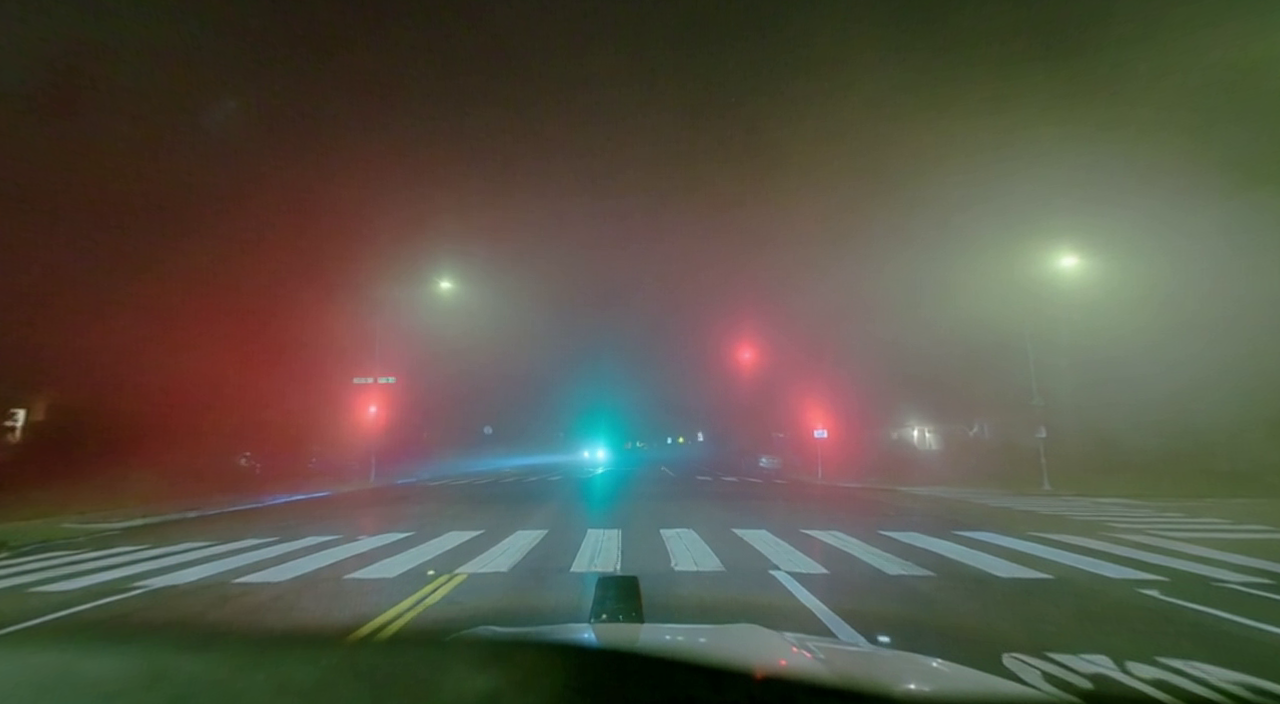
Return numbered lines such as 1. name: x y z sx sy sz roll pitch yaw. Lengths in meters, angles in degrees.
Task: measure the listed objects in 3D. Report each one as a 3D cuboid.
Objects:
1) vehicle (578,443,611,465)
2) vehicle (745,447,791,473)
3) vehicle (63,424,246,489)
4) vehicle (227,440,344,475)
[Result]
1. vehicle: -3.164 7.139 44.247 2.014 1.499 3.999 0 -9 0
2. vehicle: 7.999 6.802 39.923 2.029 1.554 4.705 0 -9 1
3. vehicle: -17.918 3.872 23.551 4.800 2.259 2.303 0 -9 -1
4. vehicle: -17.953 5.362 32.179 4.743 1.734 1.994 0 -9 0
